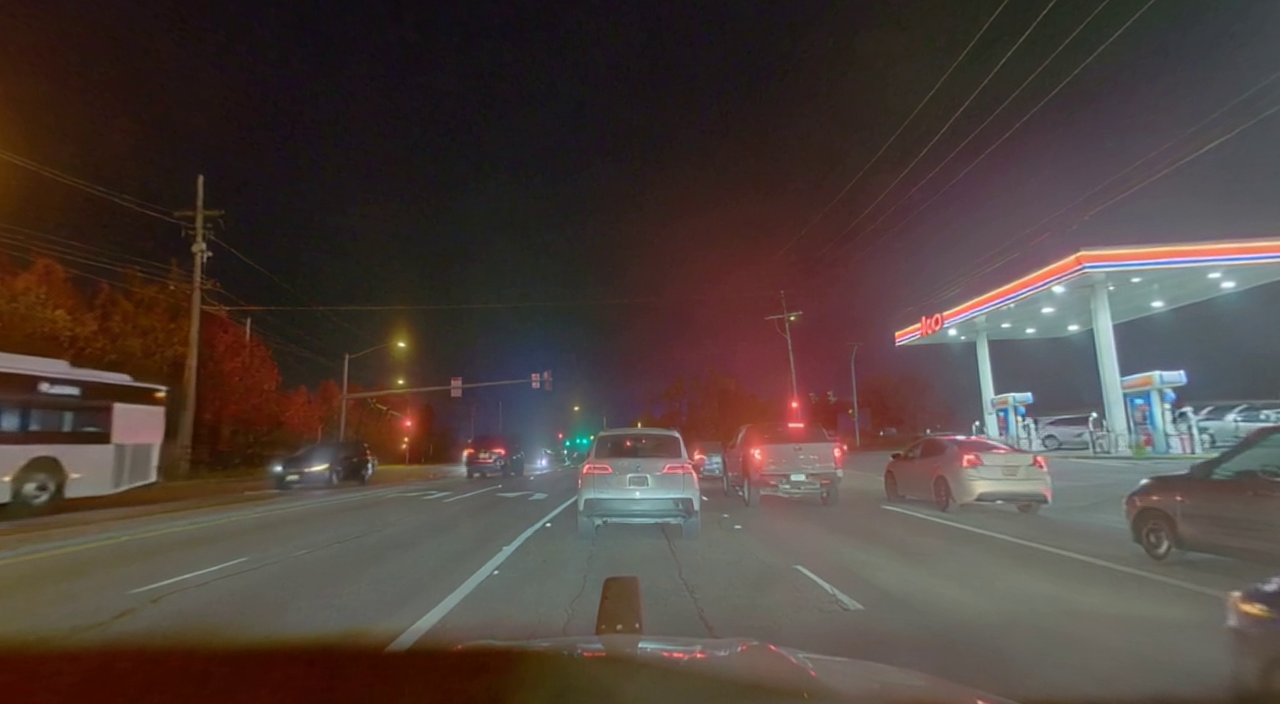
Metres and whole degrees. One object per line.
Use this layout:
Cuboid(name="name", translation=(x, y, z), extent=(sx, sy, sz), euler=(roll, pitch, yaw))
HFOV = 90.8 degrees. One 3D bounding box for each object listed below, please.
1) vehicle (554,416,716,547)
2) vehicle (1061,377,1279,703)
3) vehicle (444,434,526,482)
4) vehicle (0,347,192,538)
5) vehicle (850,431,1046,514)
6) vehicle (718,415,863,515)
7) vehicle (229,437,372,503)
Cuboid(name="vehicle", translation=(-0.118, 1.985, 10.282), extent=(2.087, 1.677, 4.053), euler=(0, -8, -2))
Cuboid(name="vehicle", translation=(3.032, 0.648, 0.775), extent=(2.006, 1.483, 4.278), euler=(0, -8, -1))
Cuboid(name="vehicle", translation=(-6.386, 4.434, 26.747), extent=(2.190, 1.795, 4.993), euler=(0, -9, 0))
Cuboid(name="vehicle", translation=(-13.435, 1.515, 10.450), extent=(3.031, 3.513, 12.586), euler=(-1, -8, -1))
Cuboid(name="vehicle", translation=(6.364, 2.531, 13.793), extent=(1.829, 1.494, 4.552), euler=(0, -8, -2))
Cuboid(name="vehicle", translation=(3.033, 2.402, 13.809), extent=(2.049, 1.813, 4.245), euler=(0, -9, -1))
Cuboid(name="vehicle", translation=(-10.352, 3.593, 19.716), extent=(2.075, 1.719, 4.396), euler=(-2, -8, -1))
